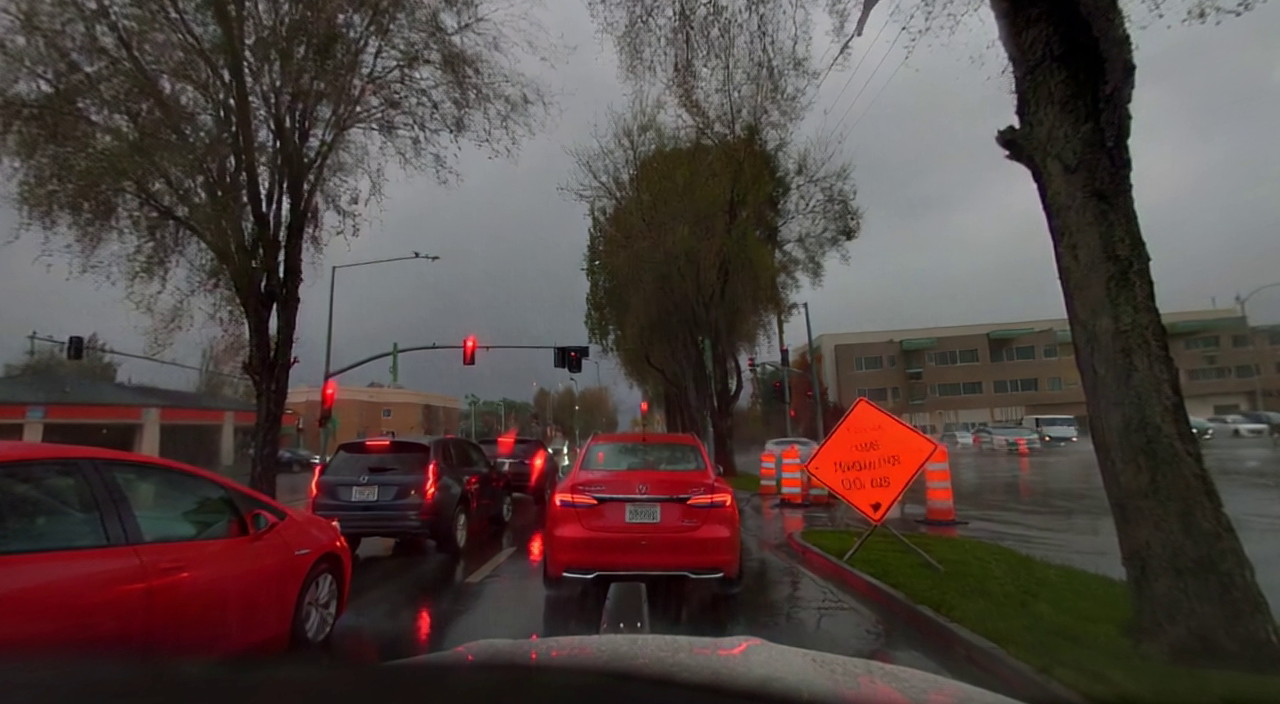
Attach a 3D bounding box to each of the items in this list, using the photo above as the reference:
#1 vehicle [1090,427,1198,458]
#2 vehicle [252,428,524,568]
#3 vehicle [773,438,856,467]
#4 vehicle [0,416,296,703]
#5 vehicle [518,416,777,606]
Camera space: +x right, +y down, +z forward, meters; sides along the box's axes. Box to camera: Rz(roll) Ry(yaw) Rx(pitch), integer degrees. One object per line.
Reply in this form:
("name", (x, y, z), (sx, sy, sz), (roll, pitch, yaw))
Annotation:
("vehicle", (32.568, 5.884, 40.812), (5.082, 1.907, 2.115), (0, -9, 1))
("vehicle", (-3.273, 1.993, 9.450), (1.989, 1.541, 4.626), (0, -9, 2))
("vehicle", (11.230, 6.505, 40.761), (4.827, 1.729, 1.986), (0, -9, 2))
("vehicle", (-3.587, 0.947, 2.151), (2.064, 1.497, 4.722), (0, -9, 1))
("vehicle", (0.106, 1.619, 7.210), (2.167, 1.560, 3.676), (0, -9, 1))
